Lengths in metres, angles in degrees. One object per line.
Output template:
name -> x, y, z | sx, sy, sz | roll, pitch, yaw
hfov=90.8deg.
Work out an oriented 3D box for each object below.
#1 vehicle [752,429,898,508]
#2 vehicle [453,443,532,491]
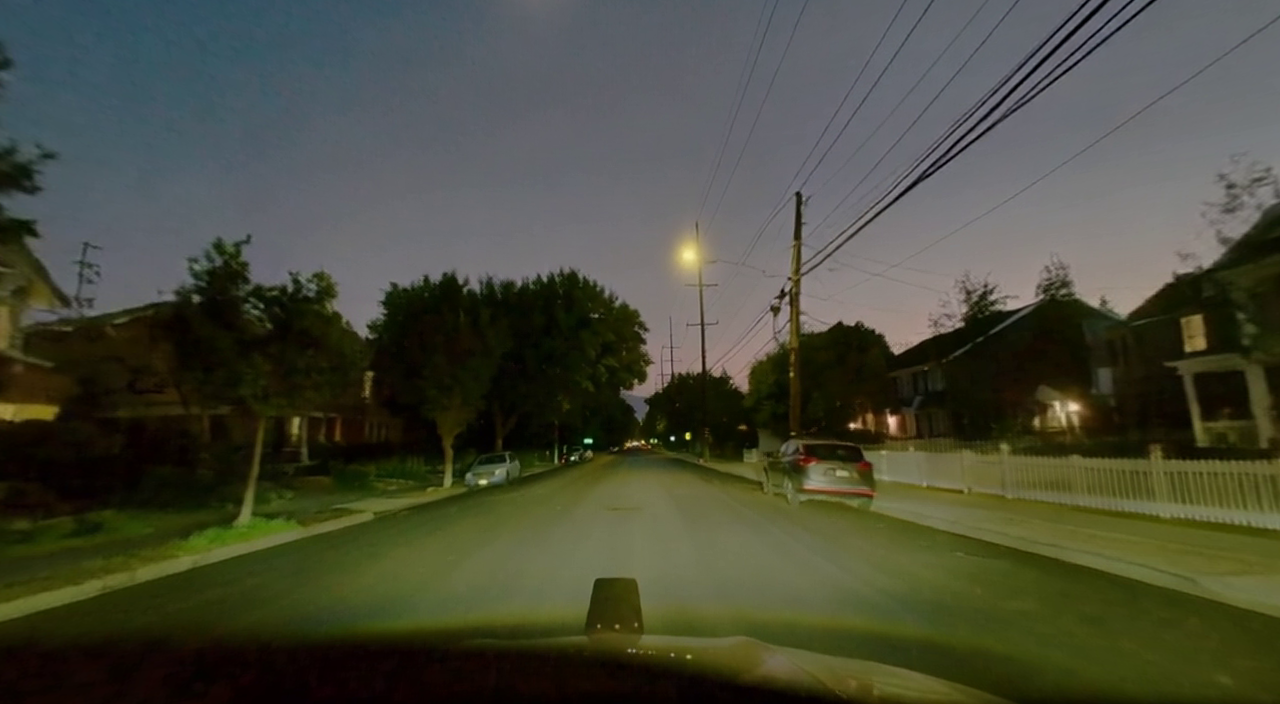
vehicle -> 4.104, 2.645, 14.781 | 2.020, 1.558, 3.925 | 0, -8, -3
vehicle -> -5.875, 4.608, 25.830 | 1.954, 1.551, 5.128 | -3, -7, 0
